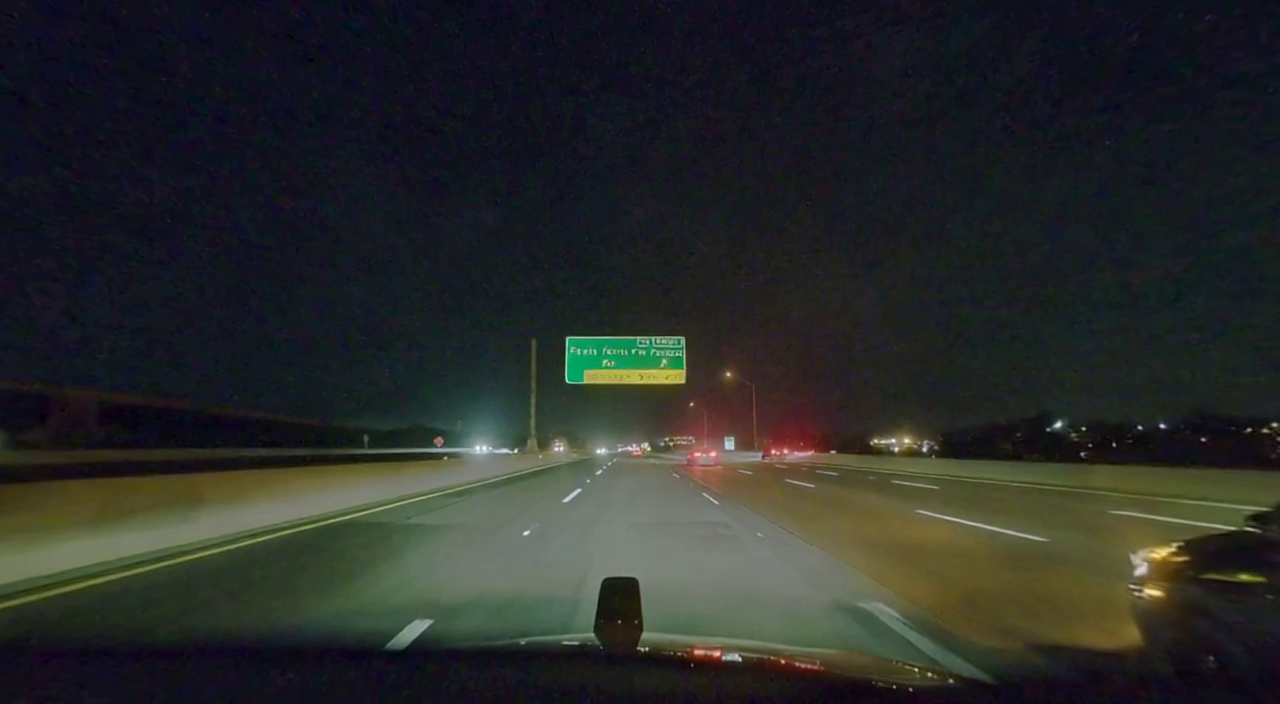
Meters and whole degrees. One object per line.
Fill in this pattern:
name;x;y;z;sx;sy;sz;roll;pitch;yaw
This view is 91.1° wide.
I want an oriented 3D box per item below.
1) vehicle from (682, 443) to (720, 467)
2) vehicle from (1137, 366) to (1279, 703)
vehicle;4.008;6.834;41.796;1.984;1.540;3.973;0;-9;-2
vehicle;3.834;0.641;1.276;2.058;1.613;4.275;0;-9;-1
